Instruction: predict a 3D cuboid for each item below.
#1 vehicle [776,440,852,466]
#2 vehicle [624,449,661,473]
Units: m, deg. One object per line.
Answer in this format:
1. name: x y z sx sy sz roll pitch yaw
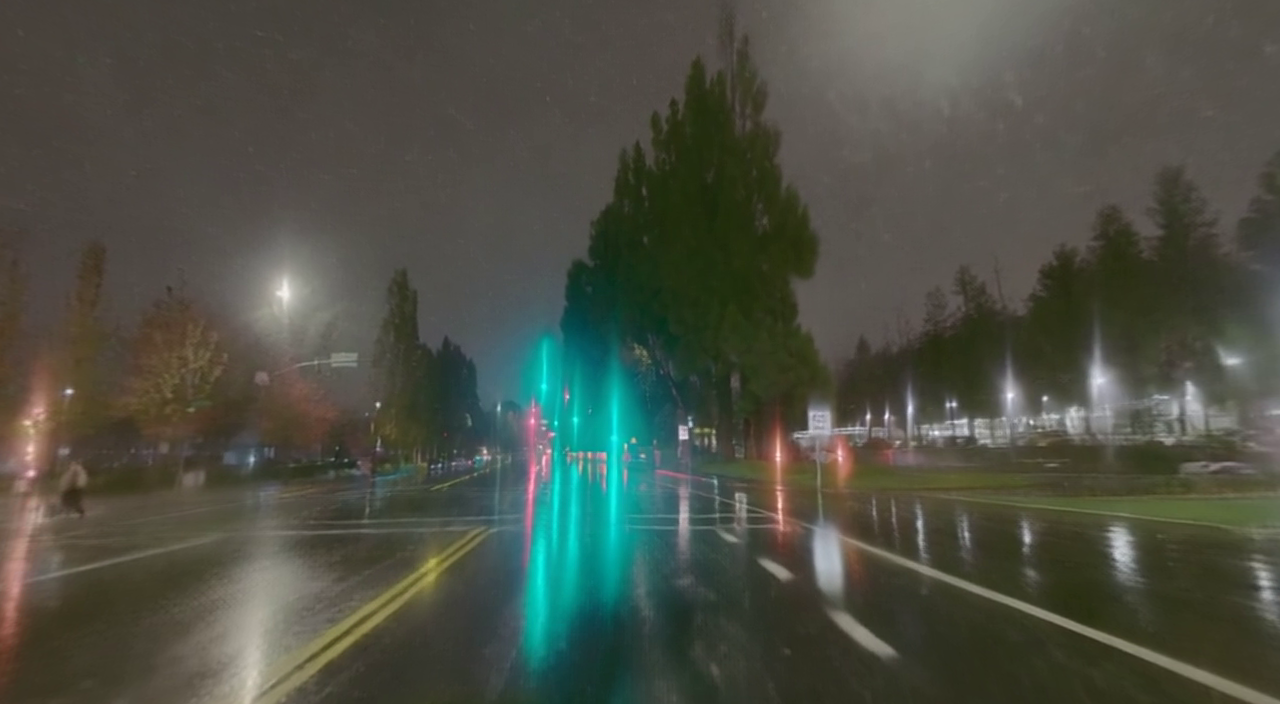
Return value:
1. vehicle: 10.827 6.270 39.486 4.201 1.546 1.749 1 -8 -7
2. vehicle: 0.113 7.445 43.259 1.866 1.492 4.093 1 -9 -9
